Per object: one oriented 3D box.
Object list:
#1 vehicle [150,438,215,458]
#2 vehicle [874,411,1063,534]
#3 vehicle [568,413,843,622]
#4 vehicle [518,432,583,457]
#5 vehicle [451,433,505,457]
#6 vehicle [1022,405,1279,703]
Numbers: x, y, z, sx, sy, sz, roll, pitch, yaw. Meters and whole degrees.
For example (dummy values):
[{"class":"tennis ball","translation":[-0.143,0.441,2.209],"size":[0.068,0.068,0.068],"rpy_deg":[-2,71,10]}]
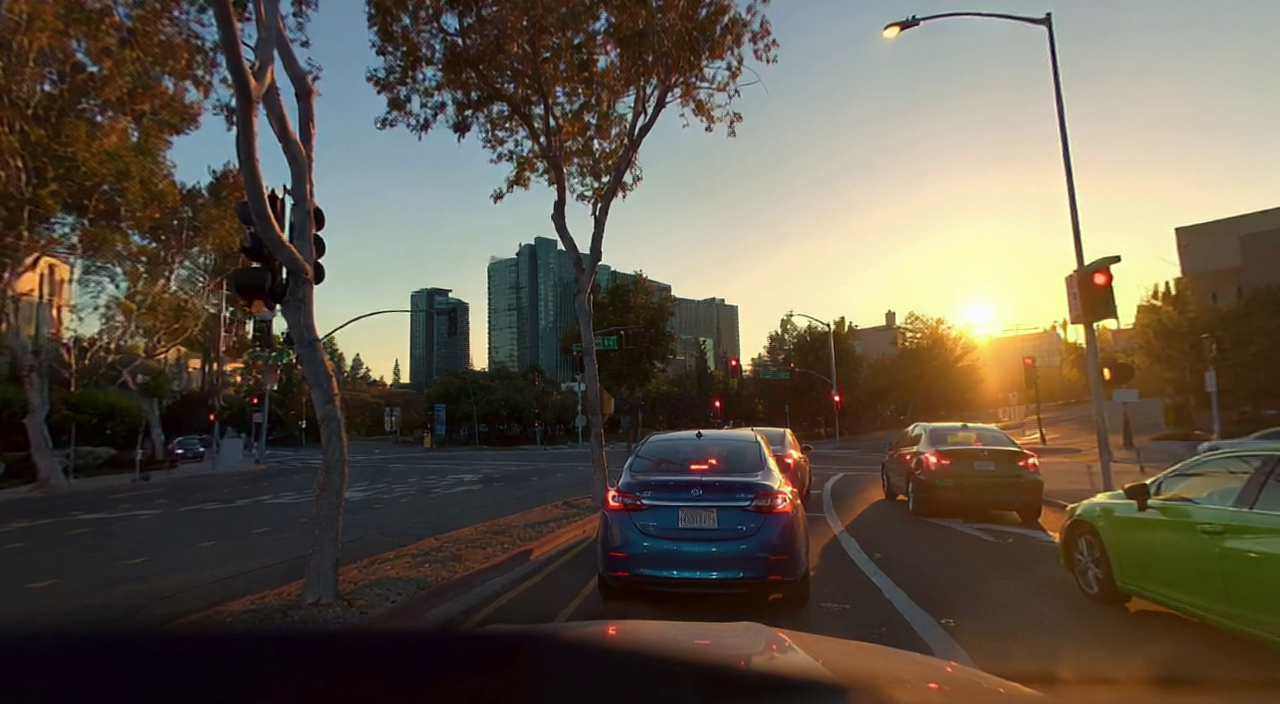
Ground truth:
[{"class":"vehicle","translation":[-35.403,7.436,48.630],"size":[1.652,1.433,3.733],"rpy_deg":[-7,-11,40]},{"class":"vehicle","translation":[5.539,2.045,11.284],"size":[2.102,1.717,4.373],"rpy_deg":[-2,-9,16]},{"class":"vehicle","translation":[0.855,1.498,6.688],"size":[2.052,1.483,3.928],"rpy_deg":[-2,-8,12]},{"class":"vehicle","translation":[-5.963,6.108,41.555],"size":[1.932,1.573,4.509],"rpy_deg":[8,-12,-44]},{"class":"vehicle","translation":[-12.465,7.122,48.186],"size":[1.972,1.705,4.457],"rpy_deg":[8,-11,-44]},{"class":"vehicle","translation":[4.241,1.059,3.369],"size":[1.954,1.508,4.441],"rpy_deg":[-1,-8,6]}]
